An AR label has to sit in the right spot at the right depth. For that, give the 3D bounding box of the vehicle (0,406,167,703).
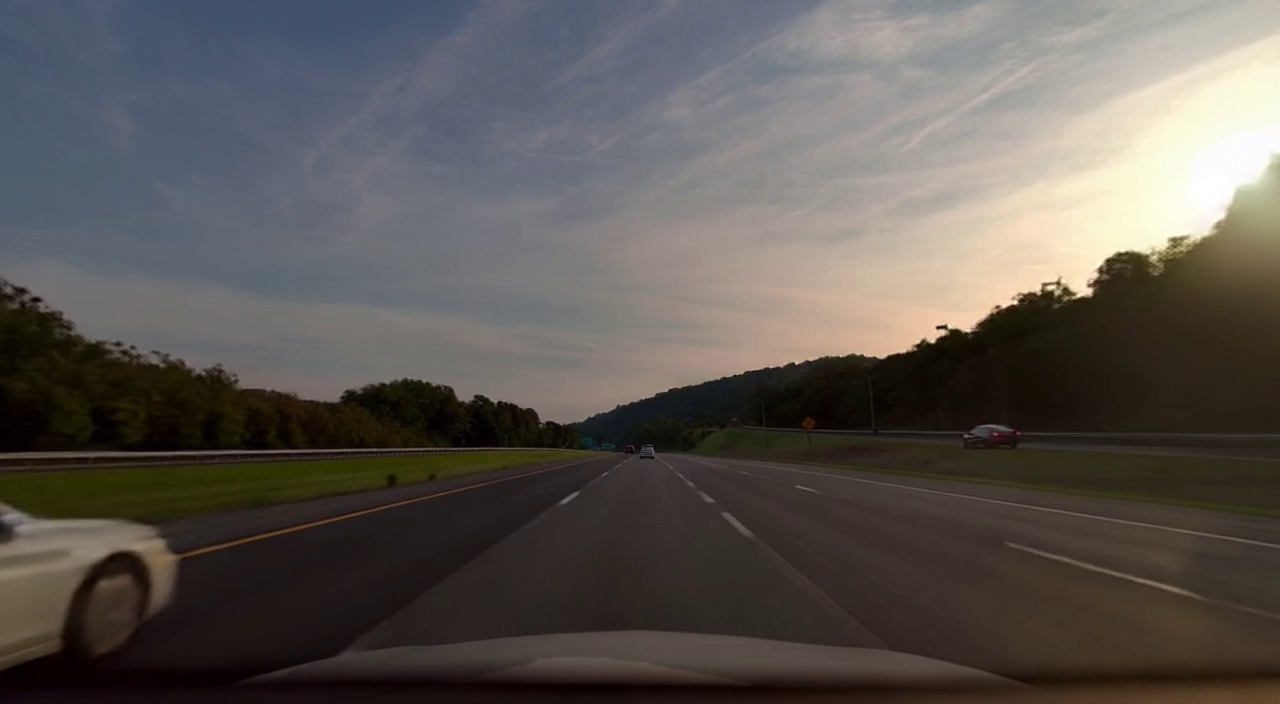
[{"bbox_3d":[-4.119,0.851,1.830,2.021,1.526,4.385,0,-8,1],"label":"vehicle"}]

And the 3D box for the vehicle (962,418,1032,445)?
[{"bbox_3d":[23.868,5.387,42.353,2.235,1.713,4.397,0,-8,1],"label":"vehicle"}]
